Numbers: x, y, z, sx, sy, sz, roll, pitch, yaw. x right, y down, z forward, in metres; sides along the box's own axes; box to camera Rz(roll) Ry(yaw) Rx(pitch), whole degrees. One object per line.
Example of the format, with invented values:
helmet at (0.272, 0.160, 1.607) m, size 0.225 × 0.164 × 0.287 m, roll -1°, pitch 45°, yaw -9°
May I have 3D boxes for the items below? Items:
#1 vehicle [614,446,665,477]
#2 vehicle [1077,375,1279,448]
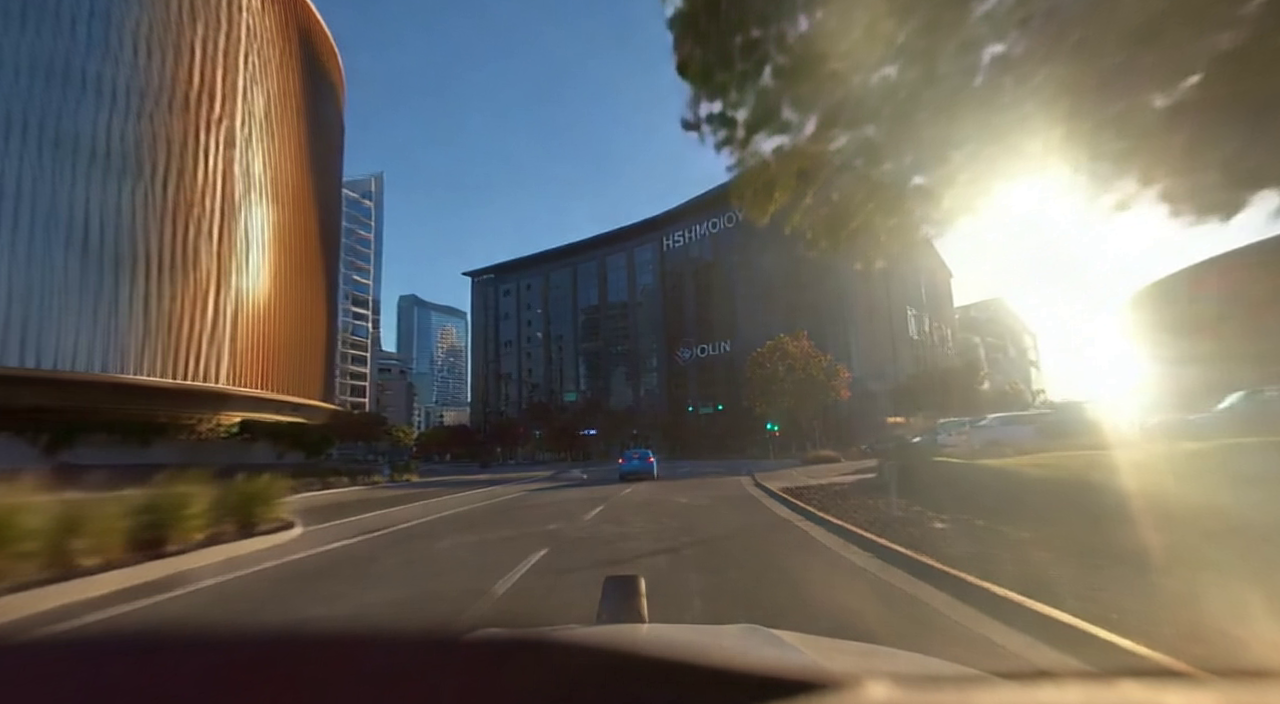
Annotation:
vehicle at (0.038, 5.717, 33.057) m, size 1.971 × 1.486 × 4.380 m, roll -2°, pitch -9°, yaw 9°
vehicle at (13.946, 1.546, 15.765) m, size 4.372 × 1.665 × 1.988 m, roll -1°, pitch -9°, yaw 5°
